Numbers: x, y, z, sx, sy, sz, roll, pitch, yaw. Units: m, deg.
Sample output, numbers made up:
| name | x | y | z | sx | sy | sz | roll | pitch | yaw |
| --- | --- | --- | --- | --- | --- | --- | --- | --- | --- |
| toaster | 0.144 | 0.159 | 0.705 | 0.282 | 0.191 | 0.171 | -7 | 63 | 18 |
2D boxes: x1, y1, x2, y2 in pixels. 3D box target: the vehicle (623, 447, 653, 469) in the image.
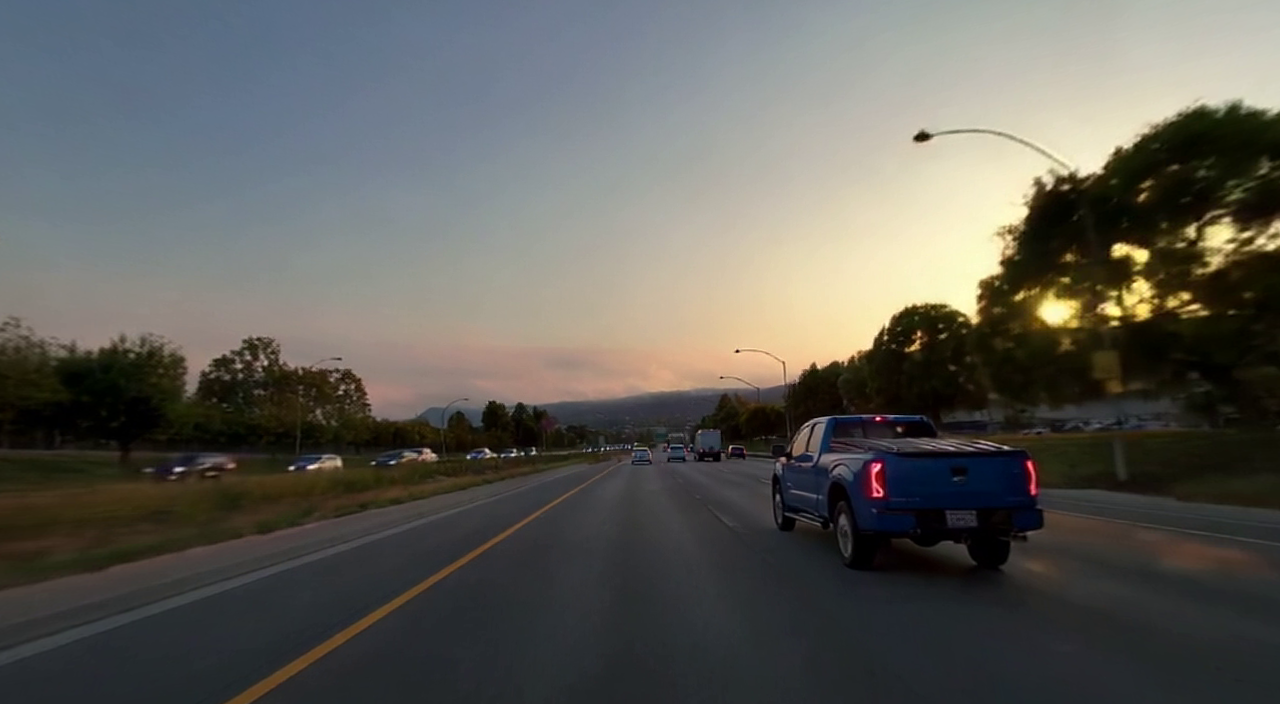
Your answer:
| name | x | y | z | sx | sy | sz | roll | pitch | yaw |
| --- | --- | --- | --- | --- | --- | --- | --- | --- | --- |
| vehicle | -0.106 | 7.373 | 43.971 | 2.030 | 1.473 | 3.926 | 0 | -9 | 1 |

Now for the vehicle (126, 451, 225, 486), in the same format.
| name | x | y | z | sx | sy | sz | roll | pitch | yaw |
| --- | --- | --- | --- | --- | --- | --- | --- | --- | --- |
| vehicle | -25.366 | 6.343 | 34.591 | 2.027 | 1.720 | 4.338 | 0 | -9 | 1 |

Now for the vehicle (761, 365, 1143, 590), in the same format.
| name | x | y | z | sx | sy | sz | roll | pitch | yaw |
| --- | --- | --- | --- | --- | --- | --- | --- | --- | --- |
| vehicle | 3.432 | 1.578 | 8.708 | 2.354 | 2.079 | 5.586 | 0 | -9 | -1 |

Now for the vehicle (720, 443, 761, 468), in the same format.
| name | x | y | z | sx | sy | sz | roll | pitch | yaw |
| --- | --- | --- | --- | --- | --- | --- | --- | --- | --- |
| vehicle | 7.226 | 7.485 | 45.605 | 2.189 | 1.704 | 4.521 | 0 | -9 | 0 |
